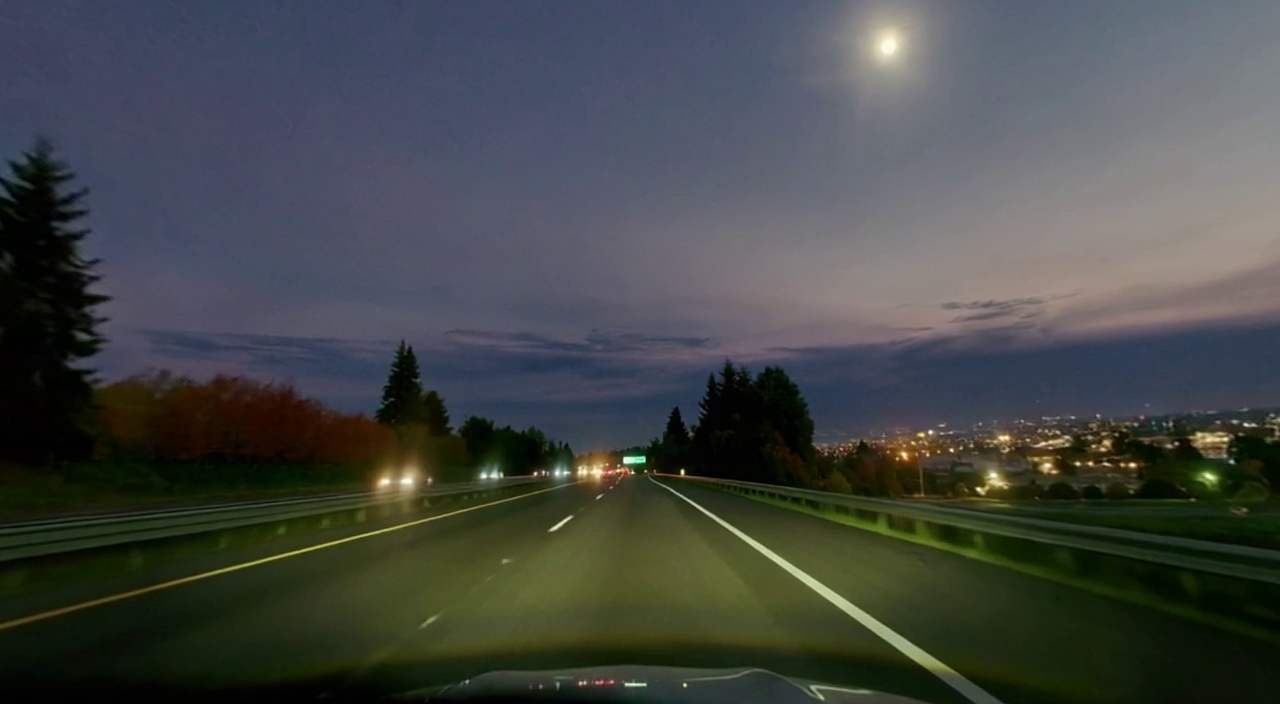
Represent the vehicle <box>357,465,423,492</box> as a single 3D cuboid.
[{"bbox_3d":[-14.649,7.461,37.250,1.945,1.454,4.343,0,-11,2],"label":"vehicle"}]
